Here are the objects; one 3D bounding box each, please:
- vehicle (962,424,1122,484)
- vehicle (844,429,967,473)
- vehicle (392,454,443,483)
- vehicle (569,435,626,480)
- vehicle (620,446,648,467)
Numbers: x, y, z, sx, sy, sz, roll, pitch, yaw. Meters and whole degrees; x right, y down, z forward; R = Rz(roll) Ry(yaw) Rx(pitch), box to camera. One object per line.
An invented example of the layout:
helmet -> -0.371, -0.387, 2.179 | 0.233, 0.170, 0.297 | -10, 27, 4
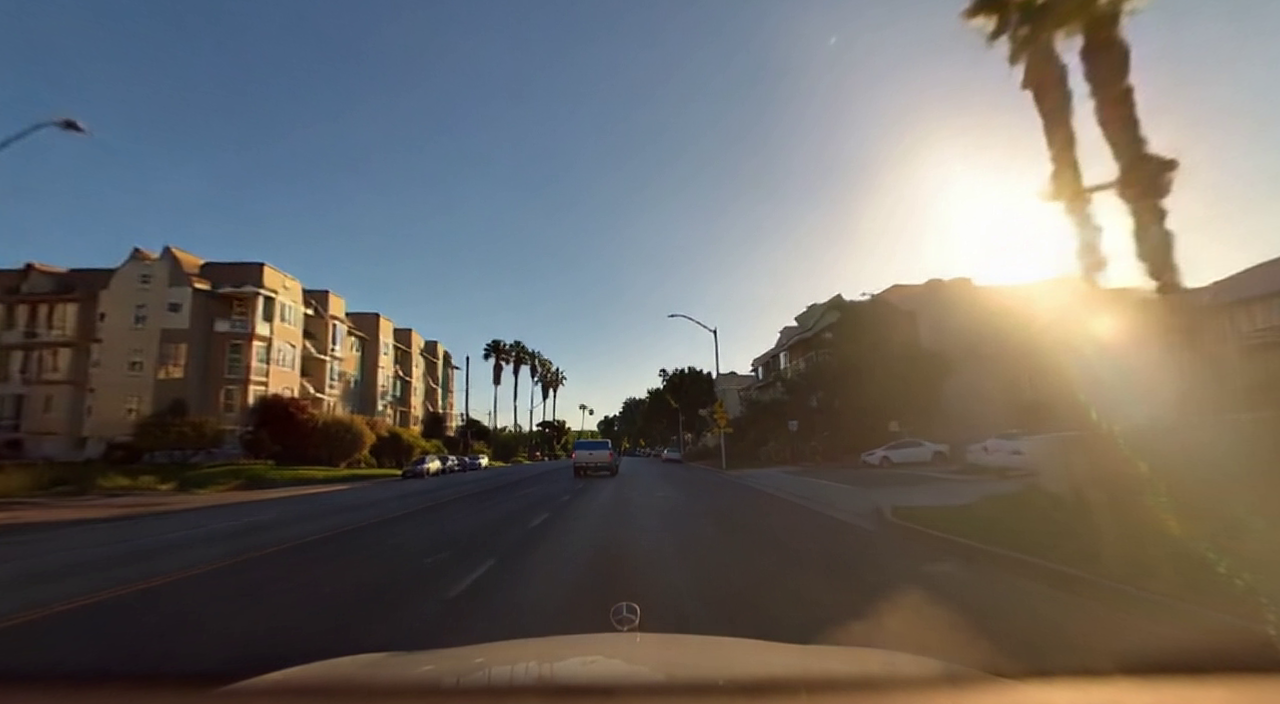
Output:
vehicle -> 12.495, 3.183, 19.745 | 3.778, 1.744, 1.804 | 1, -9, -5
vehicle -> 12.543, 4.696, 29.993 | 4.873, 1.624, 1.924 | -4, -9, -2
vehicle -> -14.431, 7.538, 41.023 | 1.884, 1.451, 4.435 | -4, -7, -3
vehicle -> -1.755, 4.636, 27.916 | 1.994, 1.810, 5.057 | 0, -9, 2
vehicle -> -0.441, 8.055, 48.642 | 2.077, 1.504, 3.992 | 0, -9, -1
